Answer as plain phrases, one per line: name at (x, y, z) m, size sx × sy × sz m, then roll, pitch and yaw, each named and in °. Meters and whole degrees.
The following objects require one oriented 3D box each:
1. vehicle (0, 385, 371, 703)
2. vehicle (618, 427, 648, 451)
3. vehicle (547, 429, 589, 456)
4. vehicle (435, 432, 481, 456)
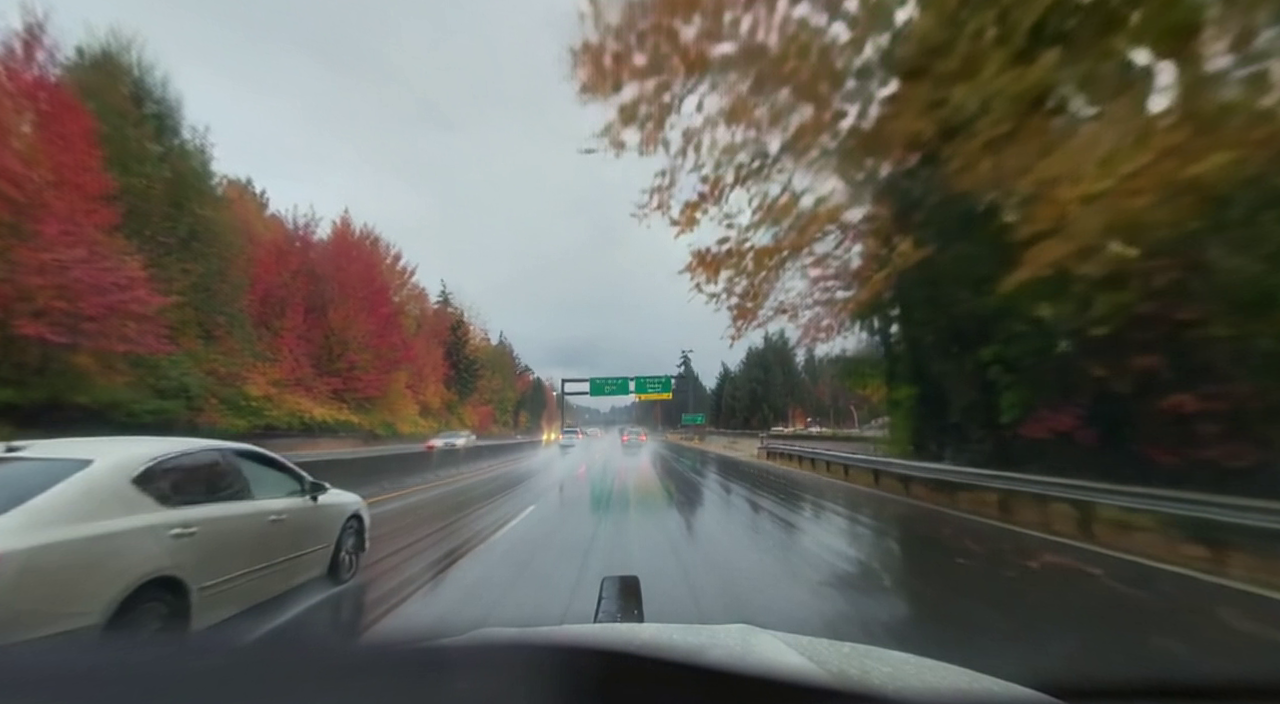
vehicle at (-3.472, 1.018, 3.395) m, size 1.989 × 1.497 × 4.645 m, roll 0°, pitch -8°, yaw 0°
vehicle at (-0.493, 6.134, 44.389) m, size 2.054 × 1.609 × 3.859 m, roll 0°, pitch -8°, yaw -1°
vehicle at (-4.338, 5.478, 38.312) m, size 2.071 × 1.524 × 4.398 m, roll 0°, pitch -8°, yaw 0°
vehicle at (-12.264, 6.227, 42.621) m, size 1.906 × 1.554 × 4.103 m, roll 0°, pitch -8°, yaw 0°
